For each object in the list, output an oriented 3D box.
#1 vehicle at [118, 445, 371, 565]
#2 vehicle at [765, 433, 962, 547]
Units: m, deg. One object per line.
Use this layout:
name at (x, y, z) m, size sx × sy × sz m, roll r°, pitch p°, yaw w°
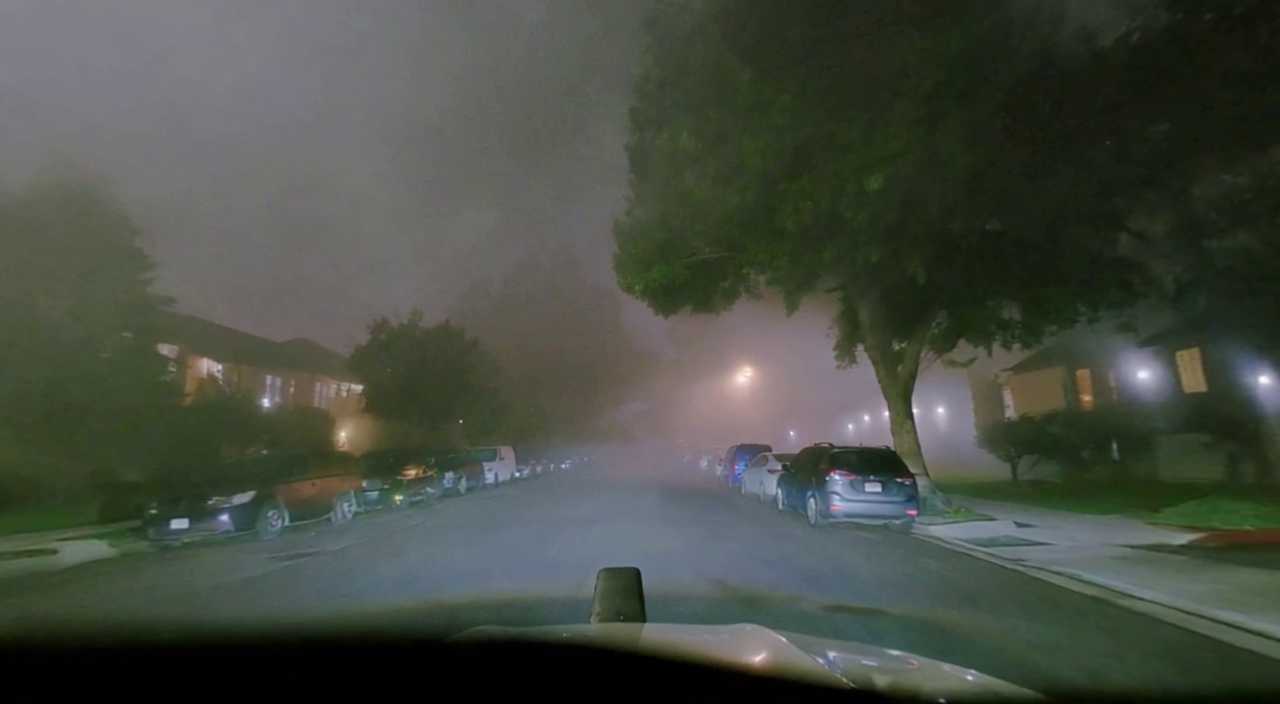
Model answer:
vehicle at (-7.179, 2.729, 12.210) m, size 1.898 × 1.715 × 4.537 m, roll -3°, pitch -8°, yaw 2°
vehicle at (3.951, 2.510, 12.315) m, size 1.903 × 1.714 × 5.092 m, roll 0°, pitch -9°, yaw -1°
